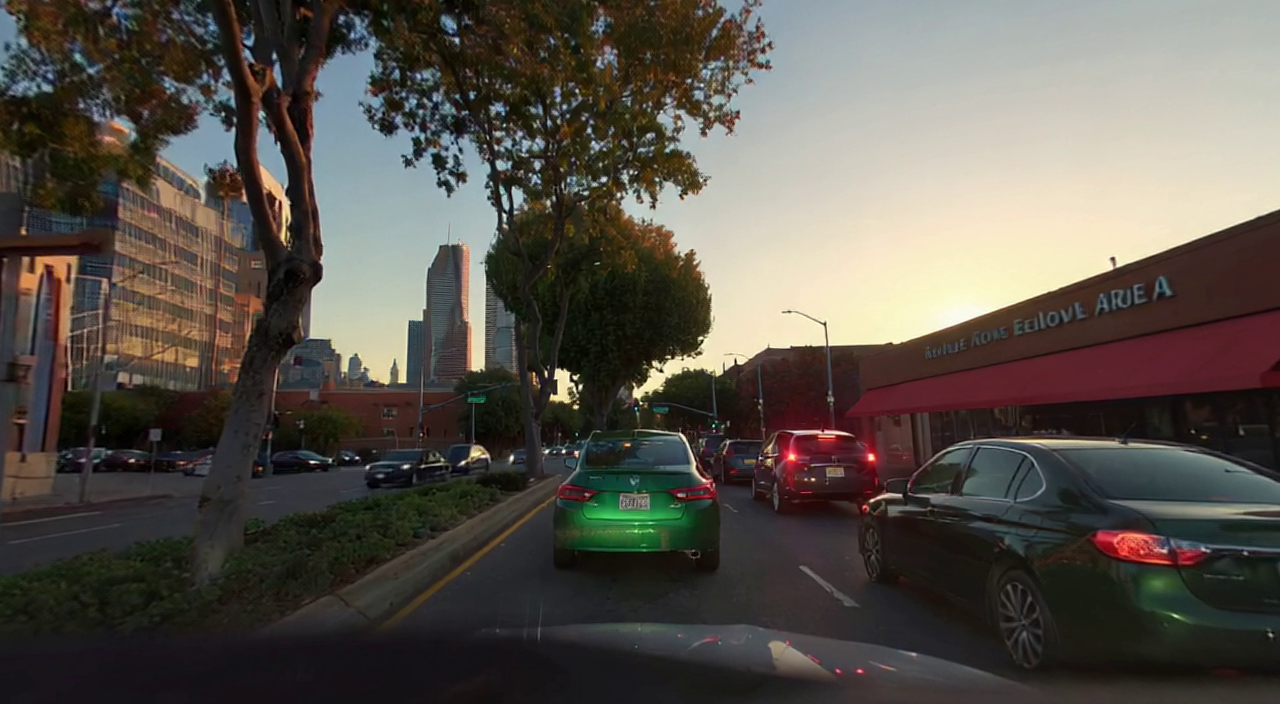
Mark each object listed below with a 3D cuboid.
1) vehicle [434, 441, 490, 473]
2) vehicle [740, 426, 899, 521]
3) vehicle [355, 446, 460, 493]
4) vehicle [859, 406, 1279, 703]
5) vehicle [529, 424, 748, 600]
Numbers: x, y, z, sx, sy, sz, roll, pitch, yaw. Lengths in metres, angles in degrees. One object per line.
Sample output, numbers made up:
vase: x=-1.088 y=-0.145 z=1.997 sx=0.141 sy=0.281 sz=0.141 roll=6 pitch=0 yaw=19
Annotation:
vehicle: x=-10.690 y=6.326 z=38.299 sx=2.060 sy=1.792 sz=5.170 roll=0 pitch=-9 yaw=-2
vehicle: x=3.532 y=2.482 z=13.421 sx=2.025 sy=1.660 sz=4.263 roll=0 pitch=-9 yaw=-1
vehicle: x=-8.207 y=4.161 z=22.779 sx=2.169 sy=1.477 sz=4.168 roll=0 pitch=-9 yaw=0
vehicle: x=3.306 y=1.255 z=4.480 sx=1.988 sy=1.480 sz=4.195 roll=0 pitch=-9 yaw=0
vehicle: x=-0.027 y=1.649 z=7.288 sx=1.887 sy=1.487 sz=3.535 roll=0 pitch=-9 yaw=0
